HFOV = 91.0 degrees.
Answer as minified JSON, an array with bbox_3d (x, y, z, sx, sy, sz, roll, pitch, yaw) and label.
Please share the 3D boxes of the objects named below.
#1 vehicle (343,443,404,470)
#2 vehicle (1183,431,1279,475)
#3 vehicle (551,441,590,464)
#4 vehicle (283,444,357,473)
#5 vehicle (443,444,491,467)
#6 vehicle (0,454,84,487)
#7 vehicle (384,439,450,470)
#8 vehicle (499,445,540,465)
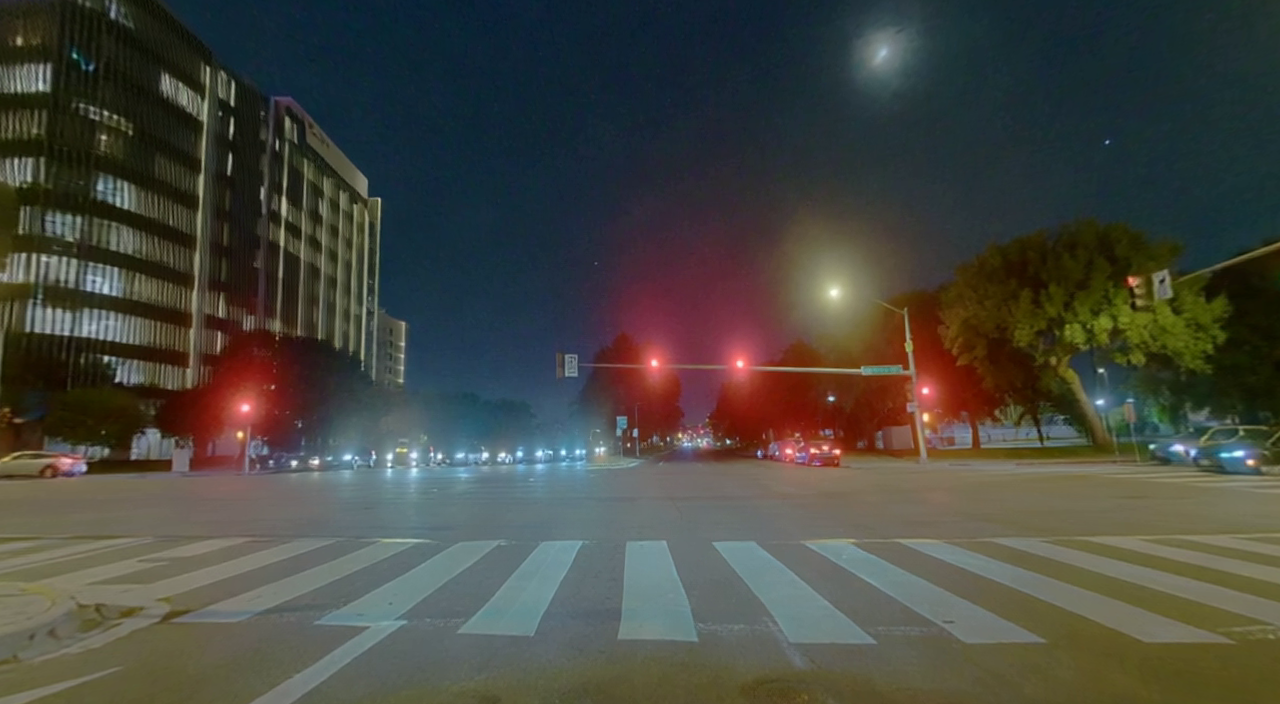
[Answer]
[{"bbox_3d":[-18.543,7.276,43.992,2.237,1.801,4.541,0,-9,1],"label":"vehicle"},{"bbox_3d":[22.316,3.551,22.251,4.474,1.477,1.908,0,-9,-3],"label":"vehicle"},{"bbox_3d":[-4.534,6.645,41.669,1.954,1.431,4.050,-1,-9,2],"label":"vehicle"},{"bbox_3d":[-21.698,7.217,42.968,2.032,1.839,4.884,-1,-9,7],"label":"vehicle"},{"bbox_3d":[-11.641,6.998,42.724,1.911,1.476,4.297,-1,-9,2],"label":"vehicle"},{"bbox_3d":[-29.617,5.589,29.754,4.512,1.436,1.899,4,-10,-27],"label":"vehicle"},{"bbox_3d":[-15.142,6.986,43.161,2.340,1.946,5.450,0,-9,2],"label":"vehicle"},{"bbox_3d":[-8.095,6.946,42.620,1.910,1.321,3.692,0,-9,2],"label":"vehicle"}]
